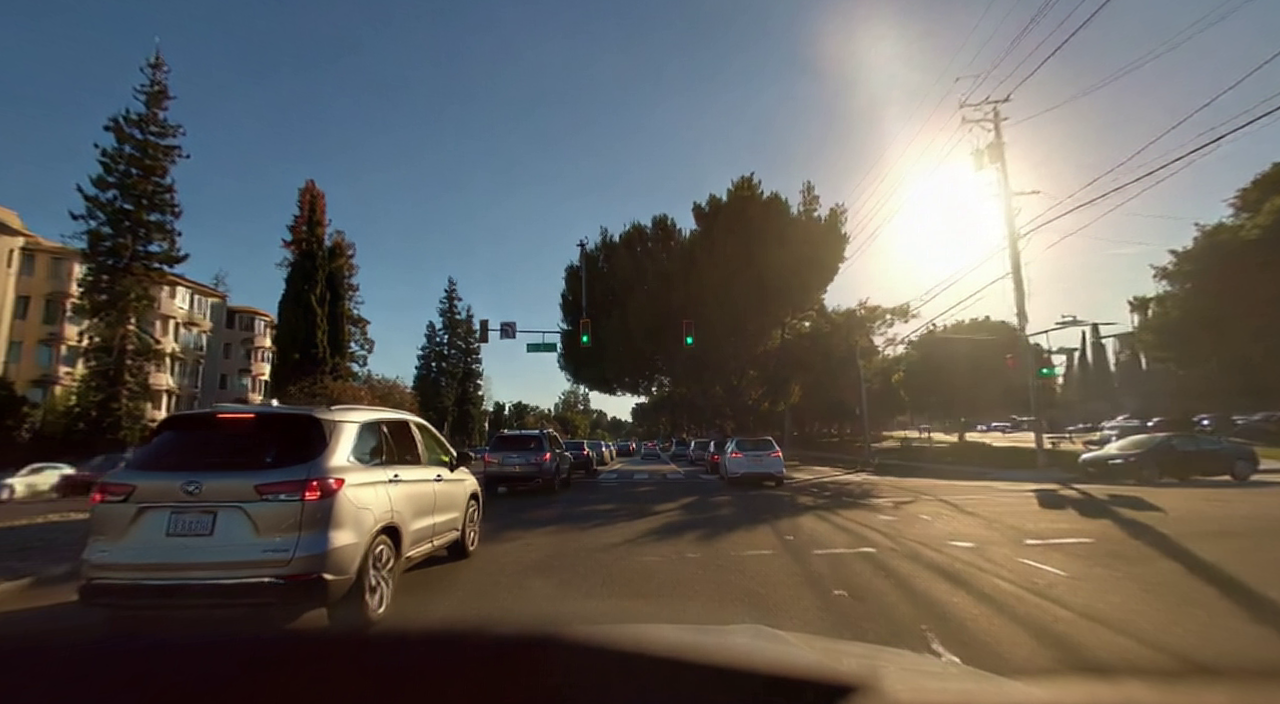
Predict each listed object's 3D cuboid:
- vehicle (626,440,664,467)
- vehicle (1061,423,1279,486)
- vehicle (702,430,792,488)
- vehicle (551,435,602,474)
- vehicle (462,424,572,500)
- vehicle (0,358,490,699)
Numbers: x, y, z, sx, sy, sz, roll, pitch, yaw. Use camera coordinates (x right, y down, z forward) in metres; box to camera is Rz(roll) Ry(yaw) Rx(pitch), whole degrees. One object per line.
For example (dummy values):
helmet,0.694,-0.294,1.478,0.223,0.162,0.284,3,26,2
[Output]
vehicle,0.306,6.167,38.530,2.185,1.515,4.215,0,-8,1
vehicle,14.323,2.789,17.234,4.119,1.574,2.028,-2,-9,13
vehicle,3.492,3.584,21.479,2.201,1.734,4.564,0,-8,-1
vehicle,-2.938,4.846,29.955,1.900,1.677,4.128,-1,-8,1
vehicle,-3.116,2.889,16.941,1.958,1.744,4.315,-1,-8,1
vehicle,-2.960,1.229,5.489,2.127,1.754,4.287,-1,-8,2
